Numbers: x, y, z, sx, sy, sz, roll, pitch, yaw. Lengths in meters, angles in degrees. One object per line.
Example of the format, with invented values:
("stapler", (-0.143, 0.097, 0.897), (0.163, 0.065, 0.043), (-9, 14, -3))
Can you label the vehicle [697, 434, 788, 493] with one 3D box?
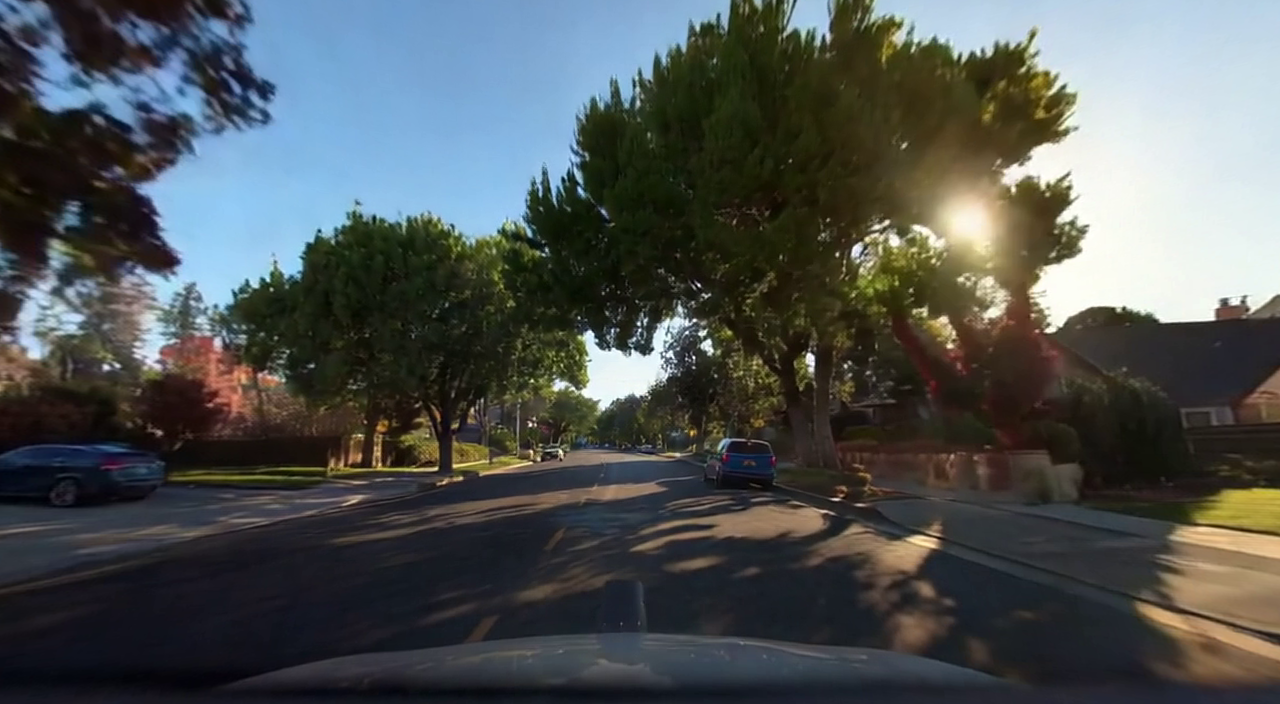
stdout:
("vehicle", (3.069, 3.433, 19.770), (2.114, 1.633, 4.042), (0, -8, -1))
